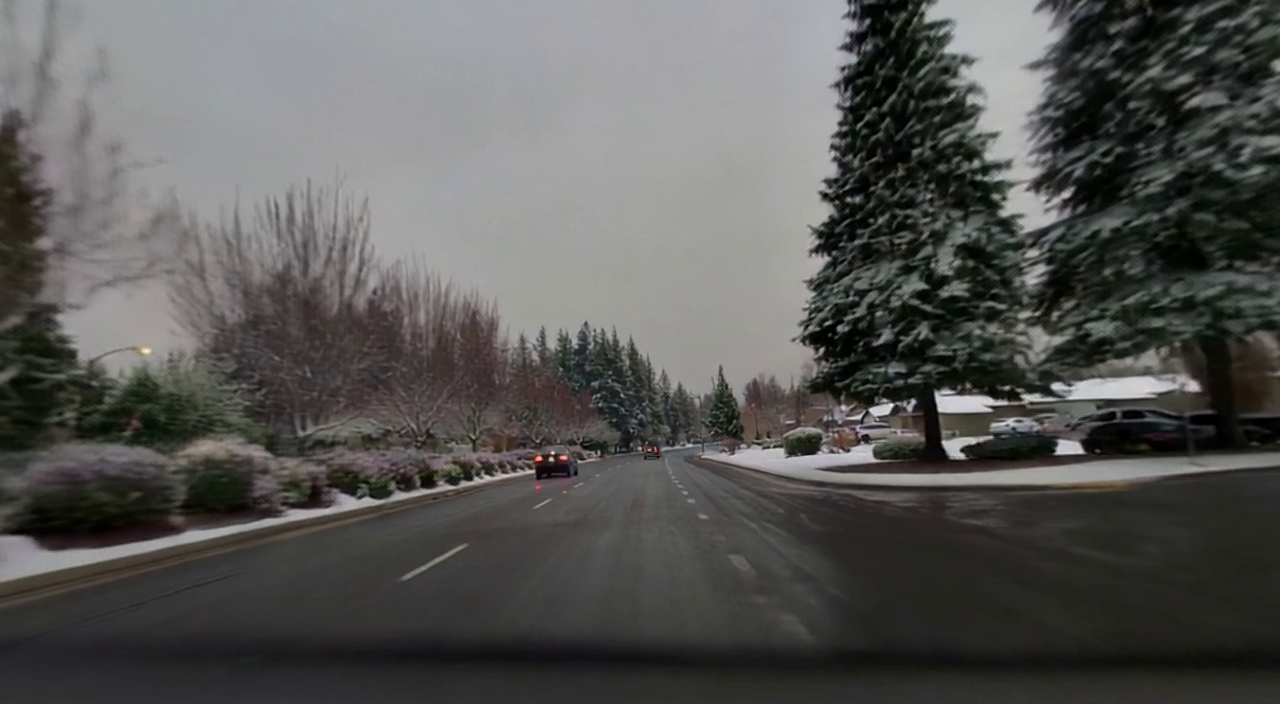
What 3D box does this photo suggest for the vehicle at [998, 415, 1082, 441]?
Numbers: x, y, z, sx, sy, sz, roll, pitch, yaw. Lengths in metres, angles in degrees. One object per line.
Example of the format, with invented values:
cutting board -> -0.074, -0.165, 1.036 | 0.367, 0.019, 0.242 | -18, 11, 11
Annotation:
vehicle -> 25.191, 4.824, 39.642 | 3.956, 1.565, 1.886 | -1, -9, 4

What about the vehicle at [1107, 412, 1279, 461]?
vehicle -> 19.607, 3.009, 22.233 | 4.364, 1.609, 1.917 | -2, -9, 8

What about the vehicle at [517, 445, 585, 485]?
vehicle -> -3.557, 4.599, 25.905 | 2.036, 1.478, 4.508 | -1, -9, 2
